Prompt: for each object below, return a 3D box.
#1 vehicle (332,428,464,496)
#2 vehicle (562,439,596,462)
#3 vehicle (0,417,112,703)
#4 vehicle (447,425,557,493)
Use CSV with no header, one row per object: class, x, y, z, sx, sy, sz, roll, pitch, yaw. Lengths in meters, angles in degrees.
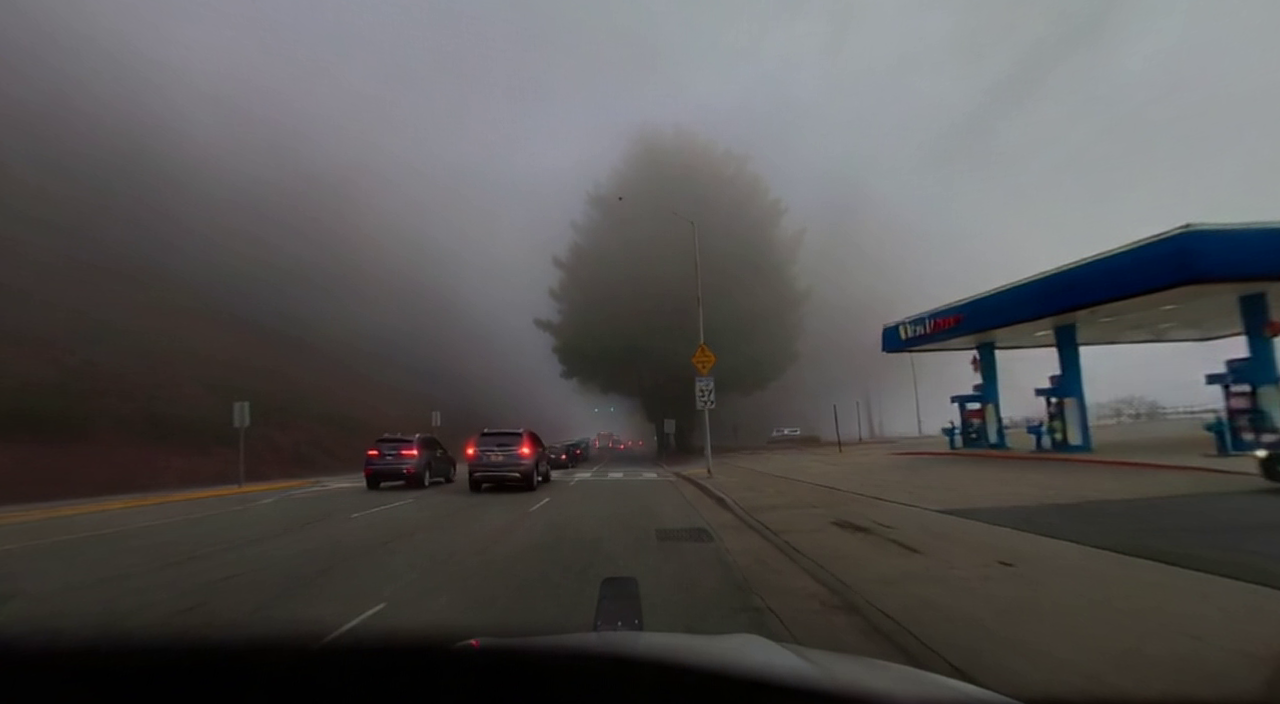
vehicle,-7.096,3.276,19.103,2.102,1.774,4.662,0,-9,1
vehicle,-4.441,7.206,46.218,2.060,1.580,3.980,0,-9,1
vehicle,-3.373,0.719,0.625,1.888,1.452,4.303,0,-9,1
vehicle,-4.023,3.220,19.214,2.306,1.815,4.476,0,-9,0
